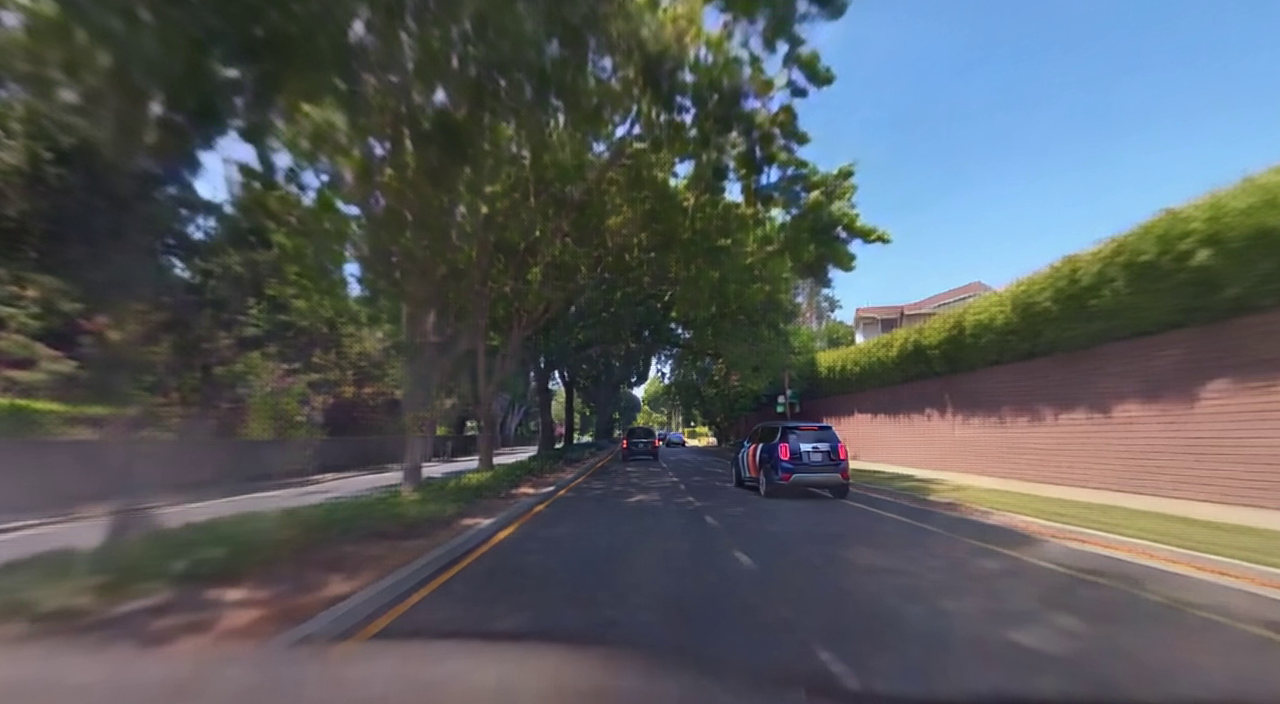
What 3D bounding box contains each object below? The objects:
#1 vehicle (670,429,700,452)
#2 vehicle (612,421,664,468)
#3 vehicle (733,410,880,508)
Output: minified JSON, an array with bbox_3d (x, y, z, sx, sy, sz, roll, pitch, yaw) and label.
[{"bbox_3d":[3.189,6.417,45.560,1.863,1.610,3.726,0,-8,-1],"label":"vehicle"},{"bbox_3d":[-0.104,3.824,25.987,1.984,1.777,3.148,0,-8,-1],"label":"vehicle"},{"bbox_3d":[3.214,2.179,13.126,1.840,1.709,4.202,0,-8,-1],"label":"vehicle"}]
